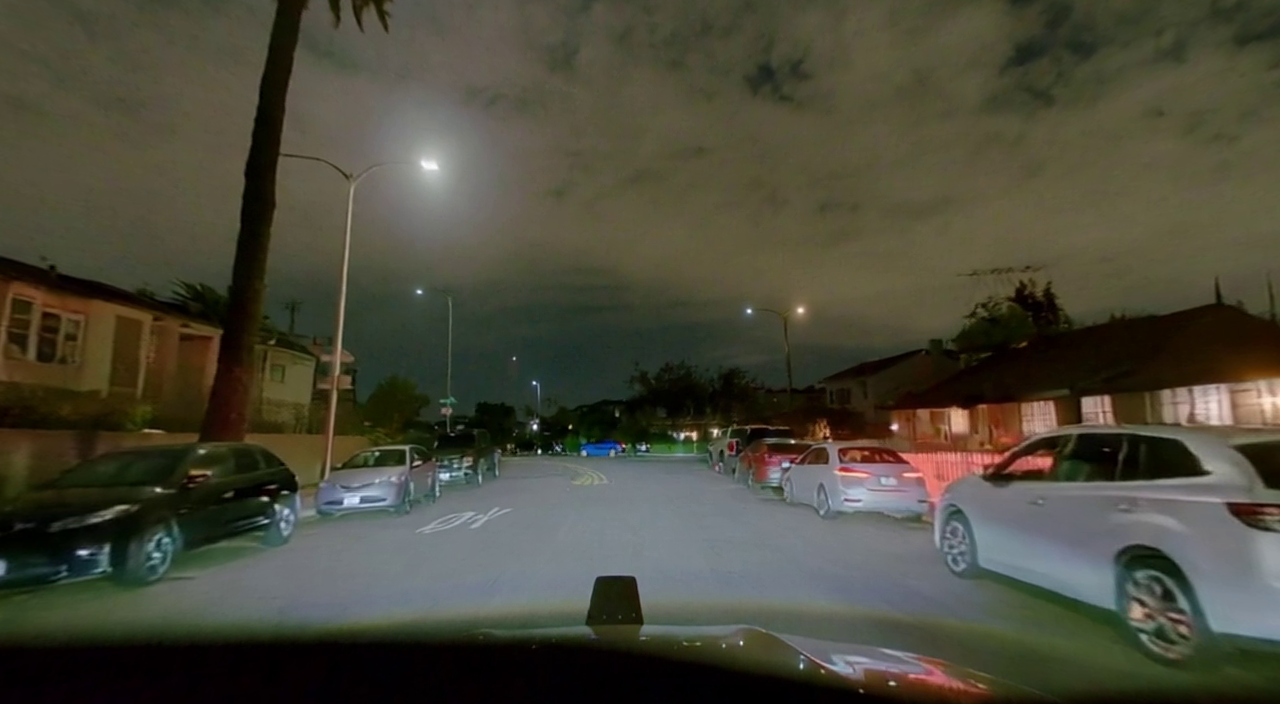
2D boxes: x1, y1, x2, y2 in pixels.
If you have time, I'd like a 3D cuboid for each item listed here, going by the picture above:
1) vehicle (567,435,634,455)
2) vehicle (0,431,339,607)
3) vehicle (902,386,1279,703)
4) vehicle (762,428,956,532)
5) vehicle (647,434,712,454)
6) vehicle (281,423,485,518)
[{"bbox_3d":[-2.908,6.938,47.026,4.828,1.472,1.863,0,-9,0],"label":"vehicle"},{"bbox_3d":[-5.777,1.815,7.914,1.849,1.531,4.562,0,-8,-1],"label":"vehicle"},{"bbox_3d":[4.087,1.297,5.235,1.998,1.649,4.175,0,-8,0],"label":"vehicle"},{"bbox_3d":[3.787,2.280,12.009,1.958,1.485,4.819,2,-8,0],"label":"vehicle"},{"bbox_3d":[2.892,6.865,46.965,4.663,1.452,1.853,0,-9,1],"label":"vehicle"},{"bbox_3d":[-5.694,2.726,15.173,2.316,1.808,5.876,0,-8,1],"label":"vehicle"}]
